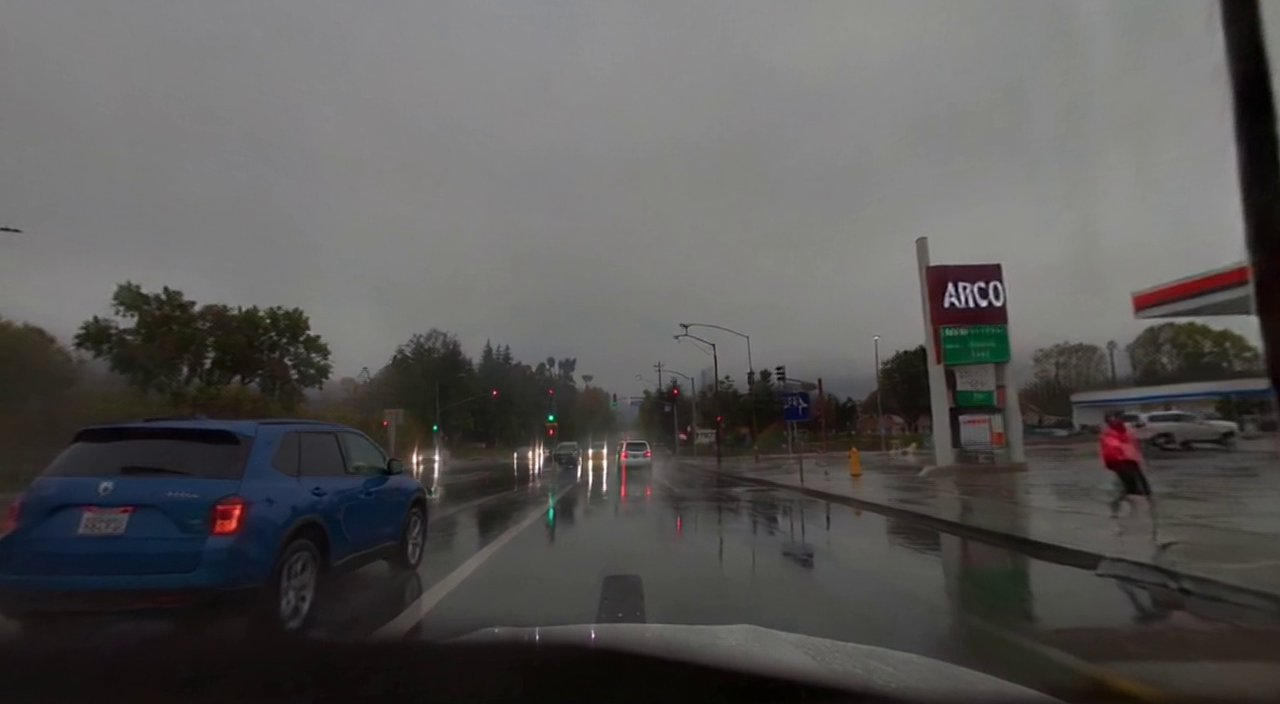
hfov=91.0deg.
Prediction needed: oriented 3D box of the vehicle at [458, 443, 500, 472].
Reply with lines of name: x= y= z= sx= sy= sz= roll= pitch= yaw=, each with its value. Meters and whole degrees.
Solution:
vehicle: x=-12.568 y=8.261 z=49.555 sx=2.172 sy=2.109 sz=5.009 roll=0 pitch=-8 yaw=-2

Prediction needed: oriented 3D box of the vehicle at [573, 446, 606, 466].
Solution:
vehicle: x=-3.968 y=8.242 z=49.929 sx=2.192 sy=1.458 sz=4.594 roll=0 pitch=-8 yaw=1

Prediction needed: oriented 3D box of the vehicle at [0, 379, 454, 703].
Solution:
vehicle: x=-3.541 y=1.369 z=5.783 sx=2.247 sy=1.734 sz=4.919 roll=0 pitch=-8 yaw=-1

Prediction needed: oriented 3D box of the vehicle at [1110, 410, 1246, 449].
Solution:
vehicle: x=27.838 y=4.047 z=32.683 sx=5.102 sy=1.893 sz=2.120 roll=0 pitch=-9 yaw=-2

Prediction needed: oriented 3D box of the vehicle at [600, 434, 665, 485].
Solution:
vehicle: x=-0.397 y=4.633 z=27.531 sx=2.552 sy=1.999 sz=5.498 roll=0 pitch=-8 yaw=-2
